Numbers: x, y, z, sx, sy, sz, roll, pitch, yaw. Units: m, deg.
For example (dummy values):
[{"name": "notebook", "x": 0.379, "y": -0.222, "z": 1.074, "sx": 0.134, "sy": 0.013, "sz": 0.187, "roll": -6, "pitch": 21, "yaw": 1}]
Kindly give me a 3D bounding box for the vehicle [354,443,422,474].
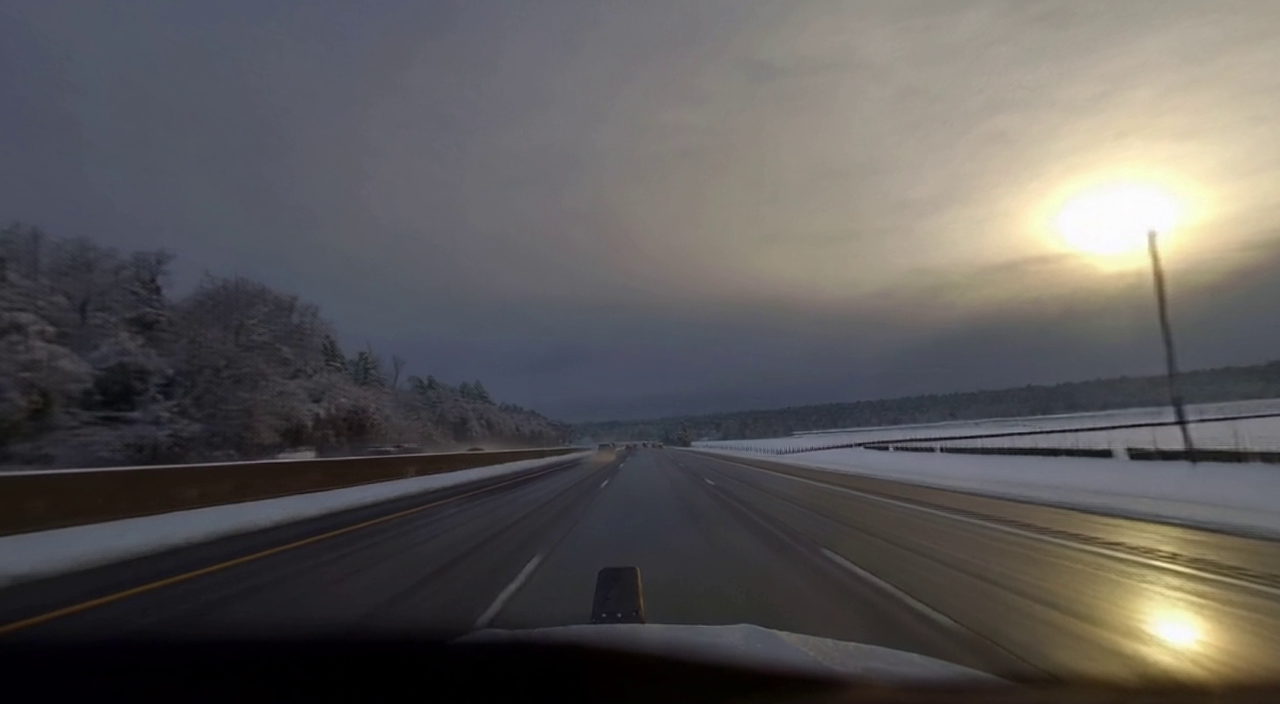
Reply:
[{"name": "vehicle", "x": -16.296, "y": 6.896, "z": 41.066, "sx": 2.103, "sy": 1.793, "sz": 5.213, "roll": -3, "pitch": -8, "yaw": 2}]
